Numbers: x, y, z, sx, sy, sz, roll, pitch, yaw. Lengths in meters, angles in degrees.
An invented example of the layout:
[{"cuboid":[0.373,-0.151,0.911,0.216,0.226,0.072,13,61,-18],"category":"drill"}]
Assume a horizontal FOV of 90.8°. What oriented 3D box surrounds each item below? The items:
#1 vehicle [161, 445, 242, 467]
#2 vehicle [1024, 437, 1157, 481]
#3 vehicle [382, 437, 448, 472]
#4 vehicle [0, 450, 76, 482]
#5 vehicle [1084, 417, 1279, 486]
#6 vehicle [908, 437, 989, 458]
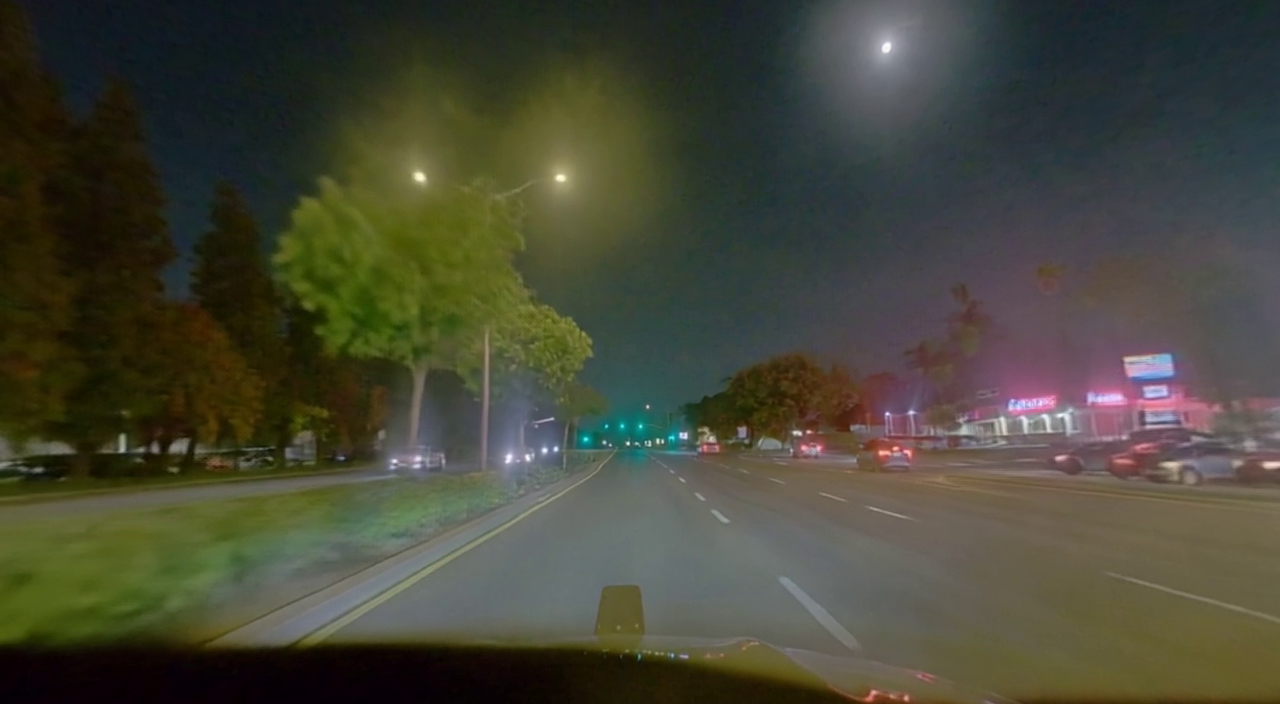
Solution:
[{"cuboid":[-30.973,7.336,44.715,4.308,1.474,1.917,0,-8,-1],"category":"vehicle"},{"cuboid":[16.419,3.879,23.369,1.892,1.421,4.556,-2,-8,6],"category":"vehicle"},{"cuboid":[-11.952,5.461,33.833,1.985,1.715,4.330,0,-8,-1],"category":"vehicle"},{"cuboid":[-30.639,5.500,30.620,4.742,1.459,1.867,0,-8,-1],"category":"vehicle"},{"cuboid":[19.171,3.487,22.613,2.232,2.008,5.812,-3,-8,0],"category":"vehicle"},{"cuboid":[22.221,6.891,45.623,4.724,1.471,2.203,0,-8,-1],"category":"vehicle"}]
